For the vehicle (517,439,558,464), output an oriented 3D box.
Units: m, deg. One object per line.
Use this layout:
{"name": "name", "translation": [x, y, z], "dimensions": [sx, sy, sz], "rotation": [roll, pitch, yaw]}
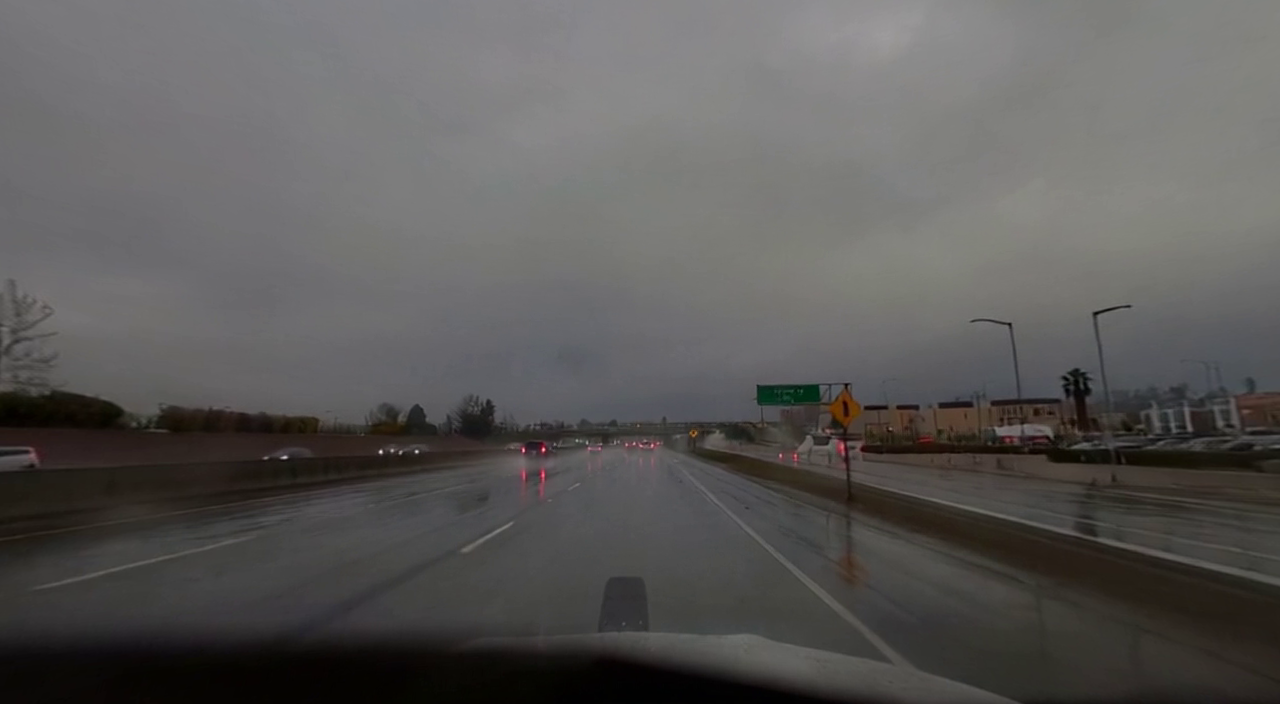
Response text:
{"name": "vehicle", "translation": [-7.305, 7.118, 45.317], "dimensions": [2.088, 1.678, 4.426], "rotation": [0, -8, 1]}
